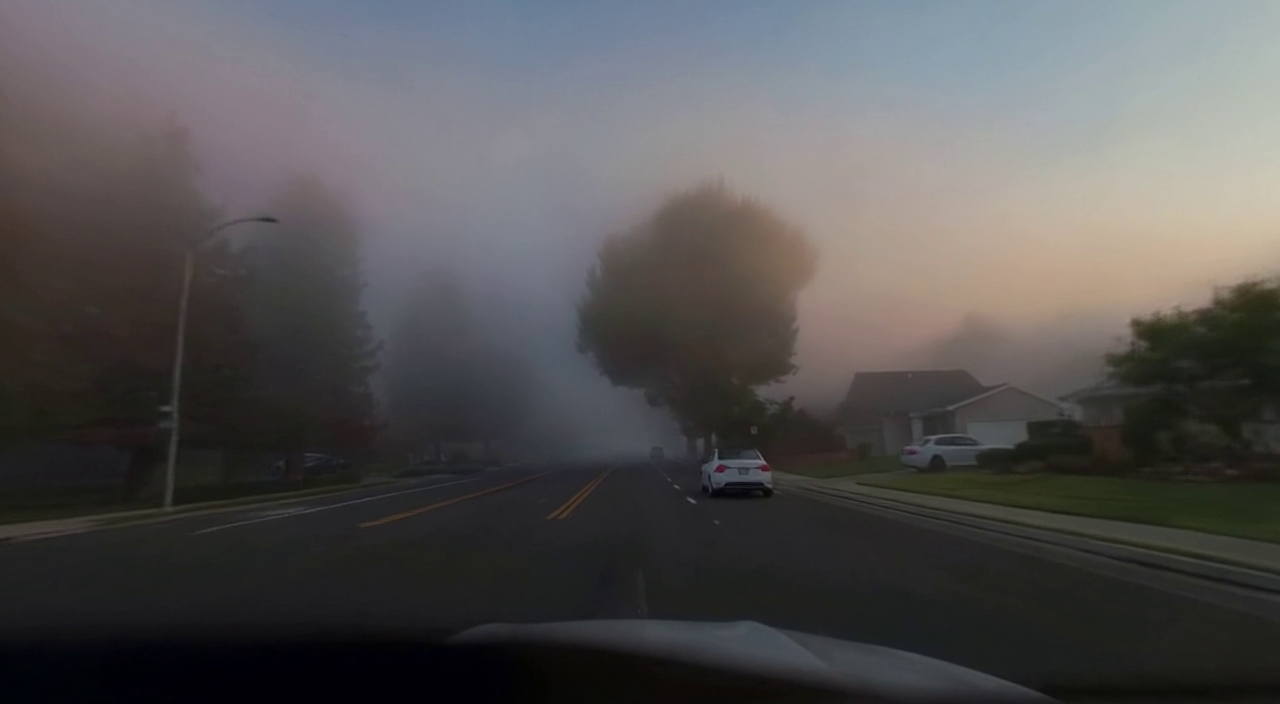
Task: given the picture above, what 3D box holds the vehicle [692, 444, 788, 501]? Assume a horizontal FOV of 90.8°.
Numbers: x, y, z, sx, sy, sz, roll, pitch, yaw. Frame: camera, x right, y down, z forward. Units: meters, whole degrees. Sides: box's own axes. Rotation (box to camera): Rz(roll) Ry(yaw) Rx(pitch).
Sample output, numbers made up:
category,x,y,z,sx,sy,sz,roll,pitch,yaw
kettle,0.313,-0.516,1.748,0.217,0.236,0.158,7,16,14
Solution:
category,x,y,z,sx,sy,sz,roll,pitch,yaw
vehicle,2.825,3.504,18.896,2.057,1.493,4.225,0,-8,-2
